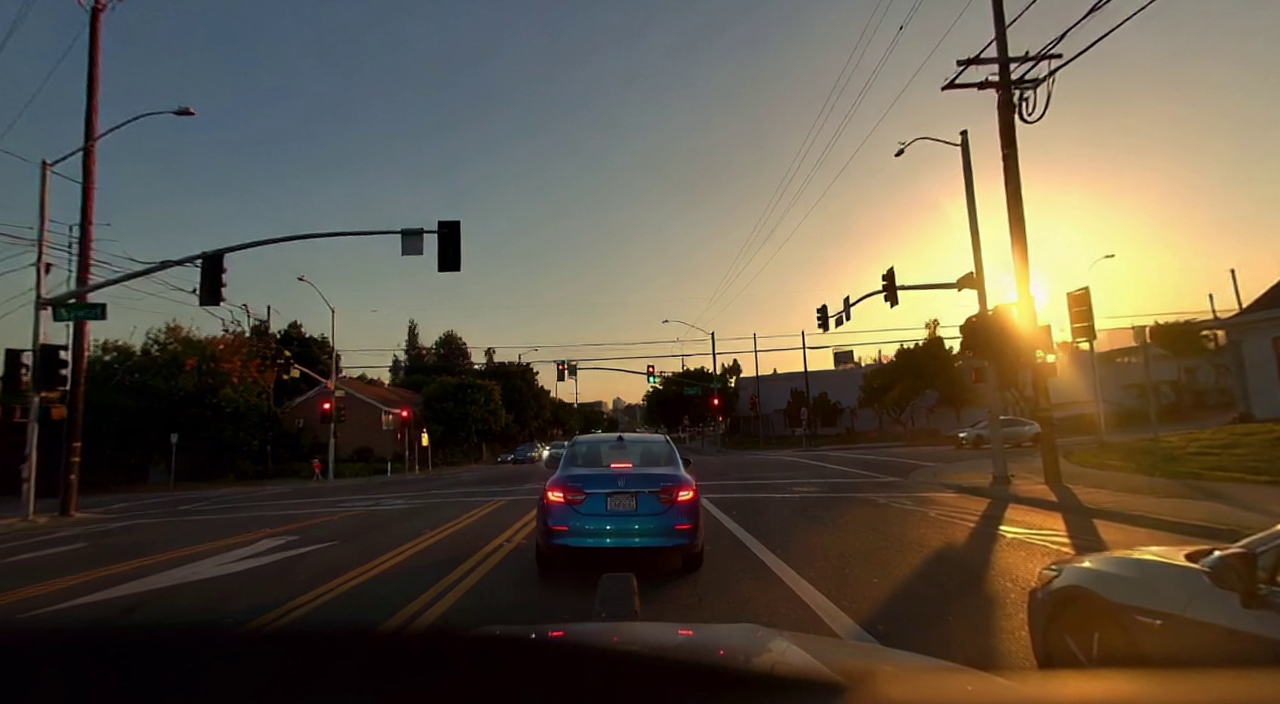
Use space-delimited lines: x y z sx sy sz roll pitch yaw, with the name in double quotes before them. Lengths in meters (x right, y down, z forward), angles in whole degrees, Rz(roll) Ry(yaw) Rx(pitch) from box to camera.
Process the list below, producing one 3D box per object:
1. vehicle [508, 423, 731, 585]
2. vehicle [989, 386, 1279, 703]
"vehicle" -0.224 1.730 8.032 2.061 1.485 4.196 0 -8 -1
"vehicle" 2.928 0.822 1.702 1.860 1.494 3.707 0 -8 1
